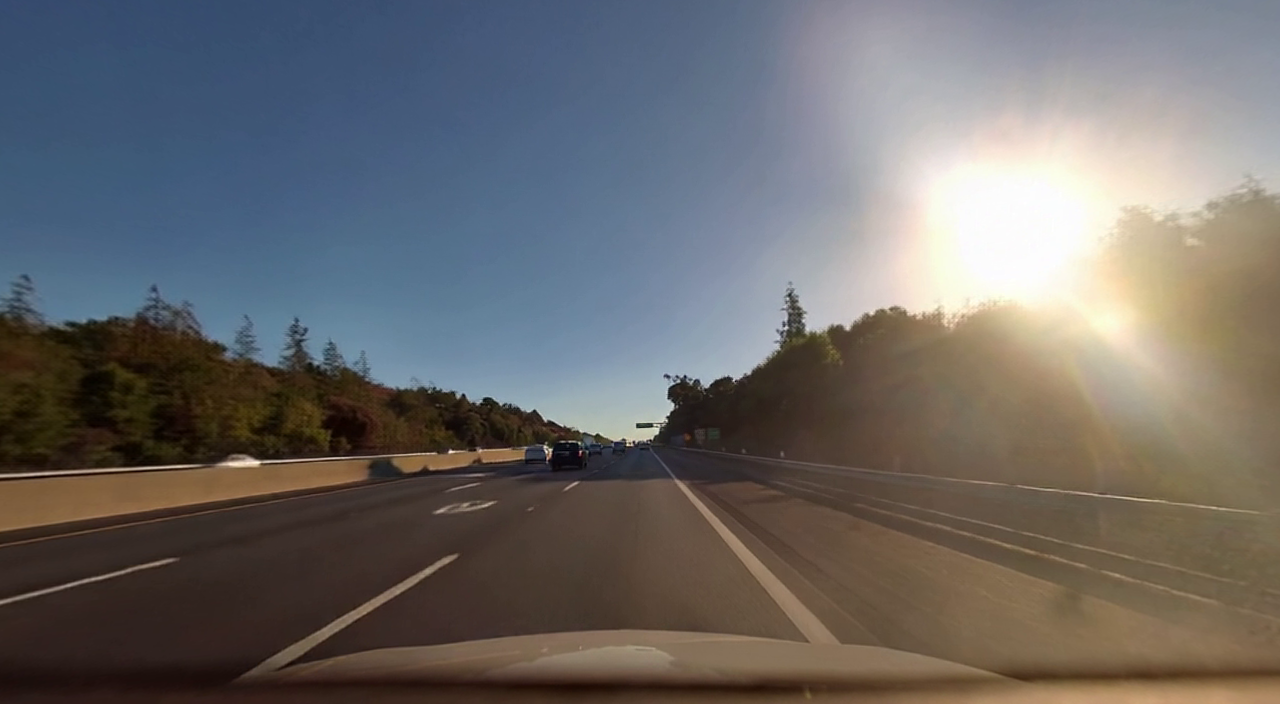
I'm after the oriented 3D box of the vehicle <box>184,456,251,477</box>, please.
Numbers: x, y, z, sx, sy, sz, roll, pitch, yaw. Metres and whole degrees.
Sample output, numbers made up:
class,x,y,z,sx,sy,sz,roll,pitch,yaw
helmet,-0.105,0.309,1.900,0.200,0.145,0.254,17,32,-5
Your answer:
class,x,y,z,sx,sy,sz,roll,pitch,yaw
vehicle,-32.777,8.911,49.085,2.019,1.469,4.523,0,-8,1

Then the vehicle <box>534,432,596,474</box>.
class,x,y,z,sx,sy,sz,roll,pitch,yaw
vehicle,-3.450,4.794,30.070,2.283,1.802,4.810,0,-8,1
